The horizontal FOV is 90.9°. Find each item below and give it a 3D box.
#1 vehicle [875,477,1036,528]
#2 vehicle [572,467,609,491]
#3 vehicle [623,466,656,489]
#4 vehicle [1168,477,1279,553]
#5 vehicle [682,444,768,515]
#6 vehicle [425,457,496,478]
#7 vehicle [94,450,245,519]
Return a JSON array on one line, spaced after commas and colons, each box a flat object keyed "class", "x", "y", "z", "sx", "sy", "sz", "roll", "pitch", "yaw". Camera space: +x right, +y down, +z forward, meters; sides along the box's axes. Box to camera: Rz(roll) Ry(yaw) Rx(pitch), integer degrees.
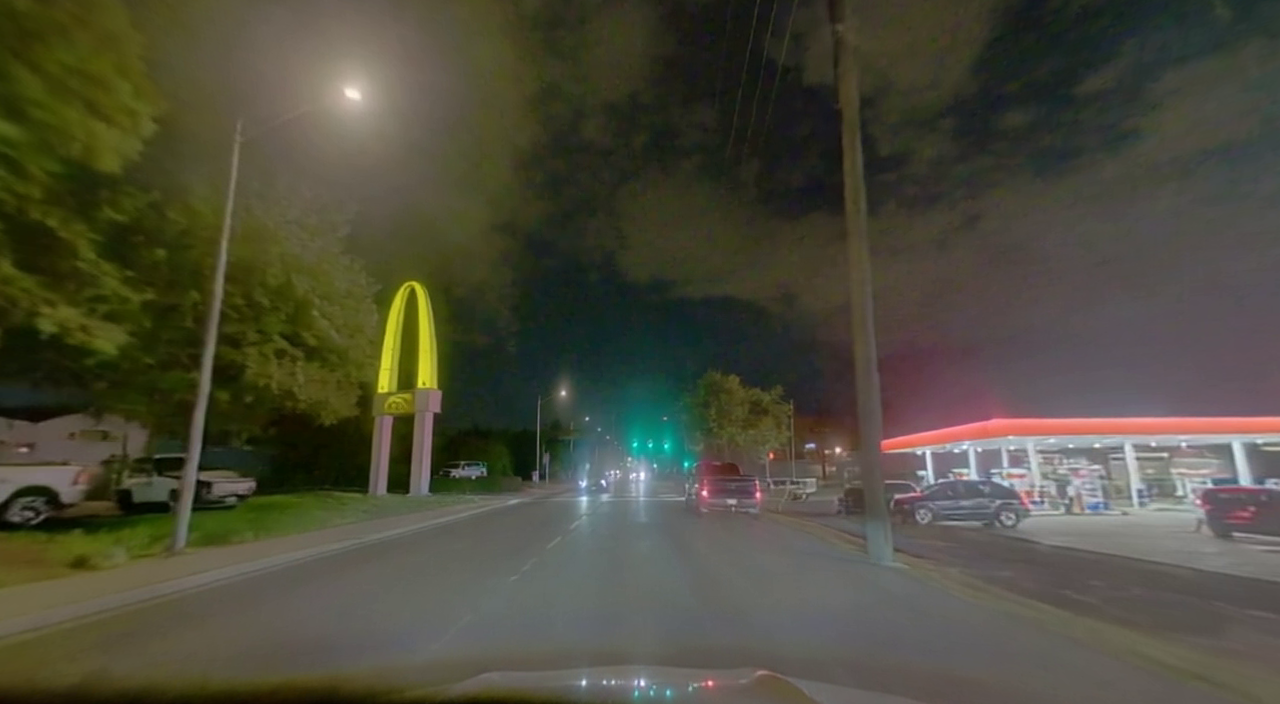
[{"class": "vehicle", "x": 9.899, "y": 4.738, "z": 20.020, "sx": 4.123, "sy": 1.446, "sz": 1.807, "roll": 1, "pitch": -10, "yaw": -1}, {"class": "vehicle", "x": -3.245, "y": 8.434, "z": 41.951, "sx": 1.999, "sy": 1.467, "sz": 4.256, "roll": 0, "pitch": -10, "yaw": 1}, {"class": "vehicle", "x": 0.008, "y": 8.618, "z": 43.375, "sx": 1.993, "sy": 1.454, "sz": 3.810, "roll": 0, "pitch": -10, "yaw": 4}, {"class": "vehicle", "x": 15.393, "y": 3.865, "z": 15.105, "sx": 2.096, "sy": 1.611, "sz": 3.912, "roll": 0, "pitch": -10, "yaw": 3}, {"class": "vehicle", "x": 2.698, "y": 4.278, "z": 21.407, "sx": 2.153, "sy": 2.074, "sz": 5.188, "roll": 1, "pitch": -10, "yaw": -1}, {"class": "vehicle", "x": -13.360, "y": 8.619, "z": 47.106, "sx": 4.677, "sy": 1.478, "sz": 1.904, "roll": 0, "pitch": -10, "yaw": 4}, {"class": "vehicle", "x": -12.290, "y": 3.419, "z": 16.517, "sx": 2.871, "sy": 1.604, "sz": 1.710, "roll": 10, "pitch": -14, "yaw": -41}]
